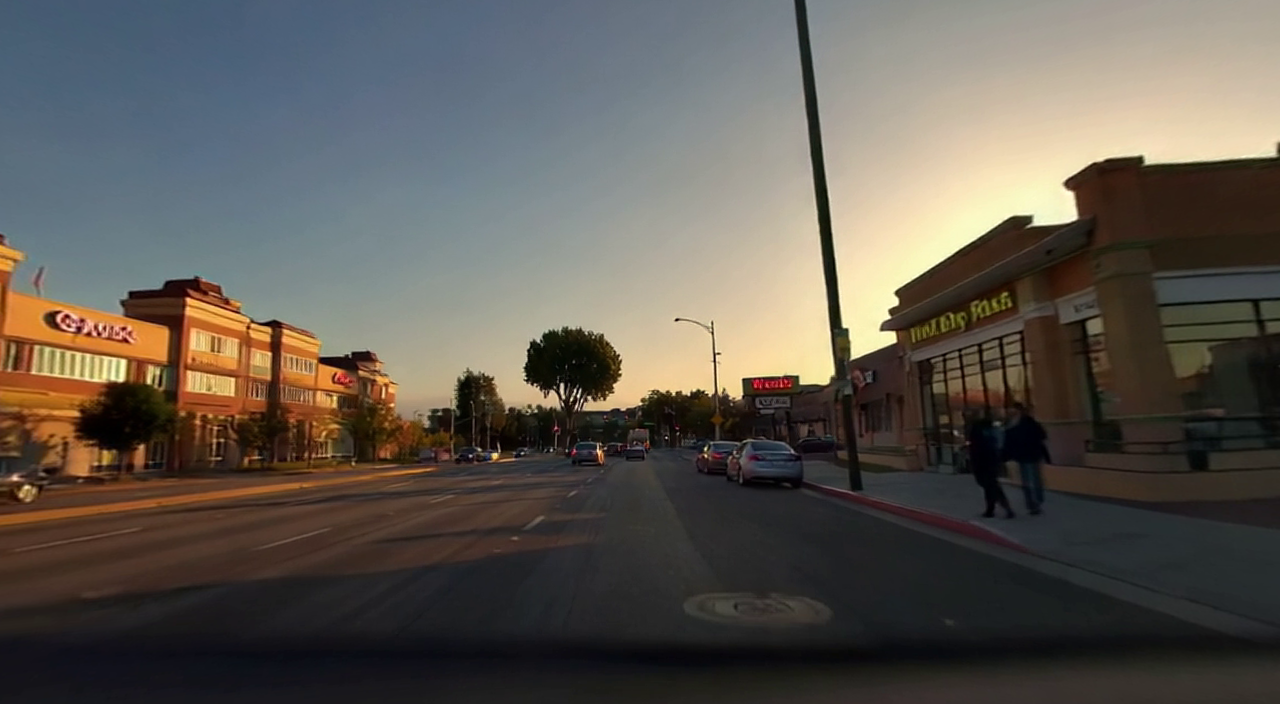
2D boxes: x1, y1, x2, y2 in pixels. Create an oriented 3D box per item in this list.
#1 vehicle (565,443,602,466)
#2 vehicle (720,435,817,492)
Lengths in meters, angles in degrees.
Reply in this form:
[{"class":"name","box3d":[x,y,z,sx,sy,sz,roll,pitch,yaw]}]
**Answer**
[{"class":"vehicle","box3d":[-3.983,7.322,45.281,2.179,1.490,4.742,0,-9,0]},{"class":"vehicle","box3d":[3.749,3.371,19.384,1.922,1.507,4.824,0,-9,-1]}]
